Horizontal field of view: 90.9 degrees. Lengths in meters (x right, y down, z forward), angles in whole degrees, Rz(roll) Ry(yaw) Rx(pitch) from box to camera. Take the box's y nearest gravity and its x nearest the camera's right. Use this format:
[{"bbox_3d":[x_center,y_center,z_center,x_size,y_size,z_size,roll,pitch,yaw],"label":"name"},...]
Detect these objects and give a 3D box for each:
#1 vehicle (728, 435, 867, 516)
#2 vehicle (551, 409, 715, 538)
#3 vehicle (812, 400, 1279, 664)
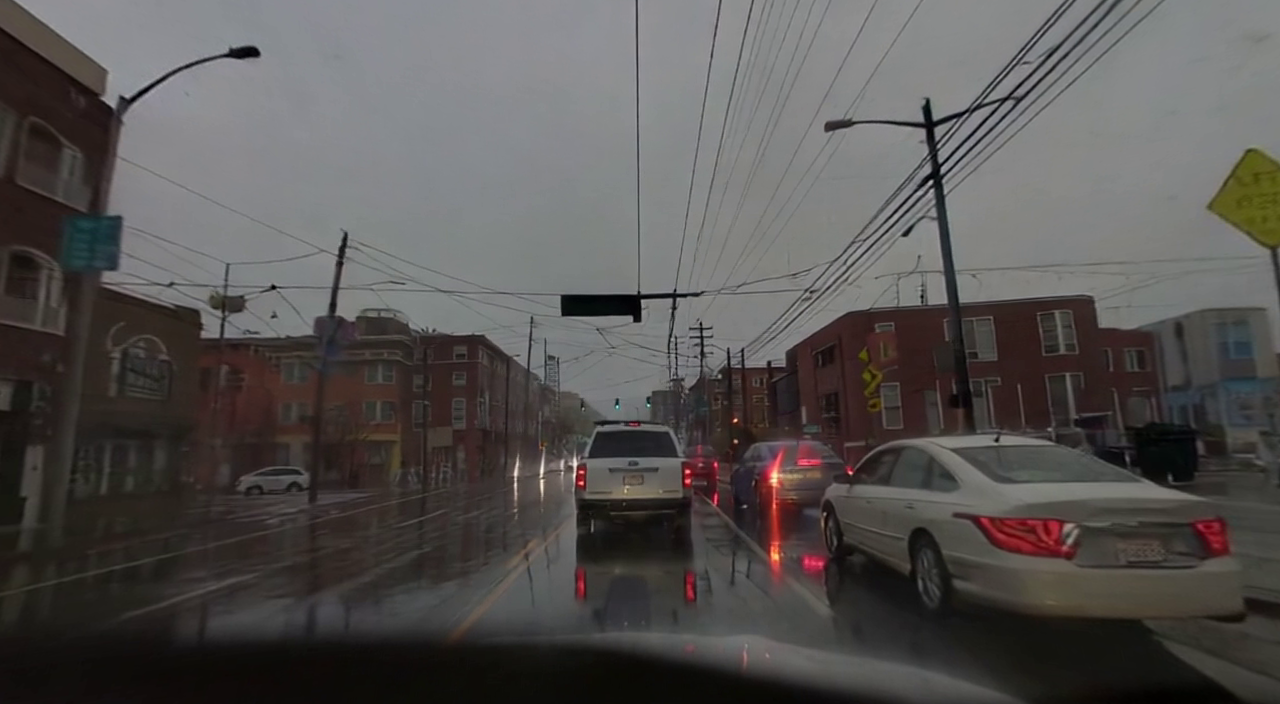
[{"bbox_3d":[3.190,2.584,13.715,1.970,1.452,4.227,0,-8,1],"label":"vehicle"},{"bbox_3d":[-0.140,1.958,10.696,2.232,1.736,4.036,0,-8,-1],"label":"vehicle"},{"bbox_3d":[3.163,1.389,5.914,1.906,1.578,4.020,0,-8,-1],"label":"vehicle"}]
